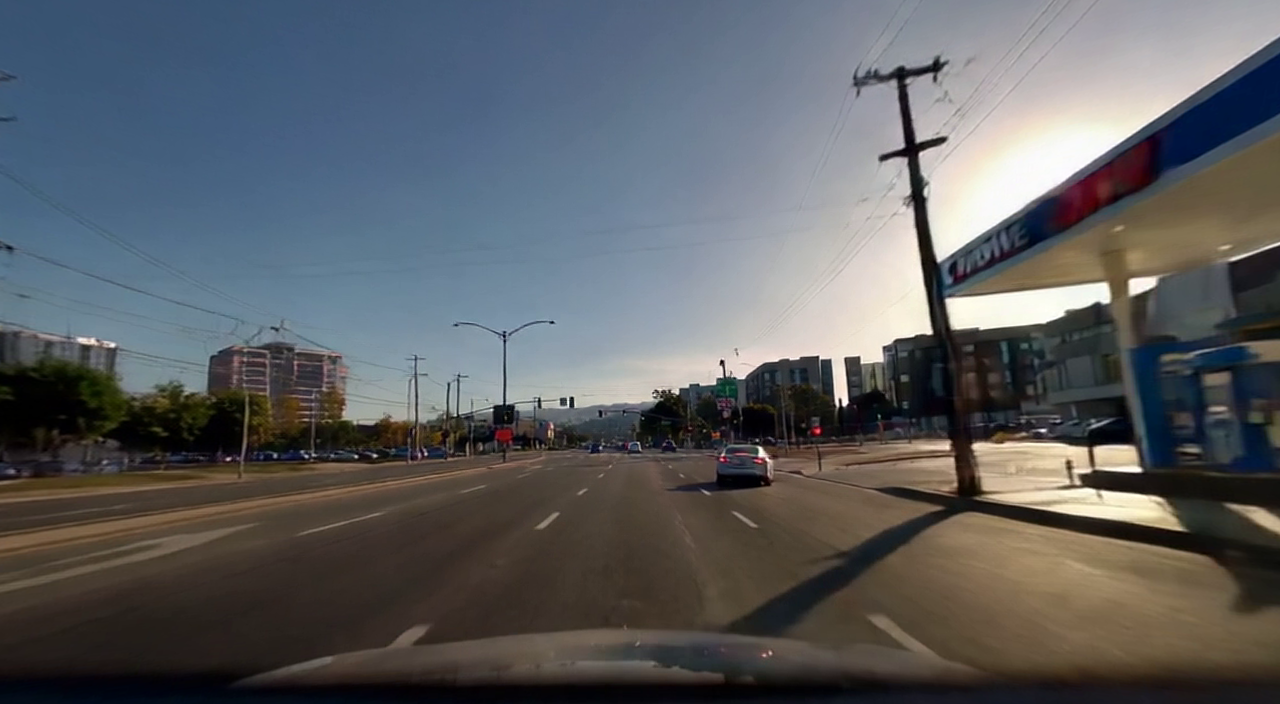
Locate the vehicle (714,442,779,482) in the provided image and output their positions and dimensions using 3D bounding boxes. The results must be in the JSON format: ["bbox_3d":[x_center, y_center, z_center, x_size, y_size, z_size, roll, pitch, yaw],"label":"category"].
[{"bbox_3d":[4.203,4.412,25.737,2.113,1.470,4.867,-1,-8,4],"label":"vehicle"}]
